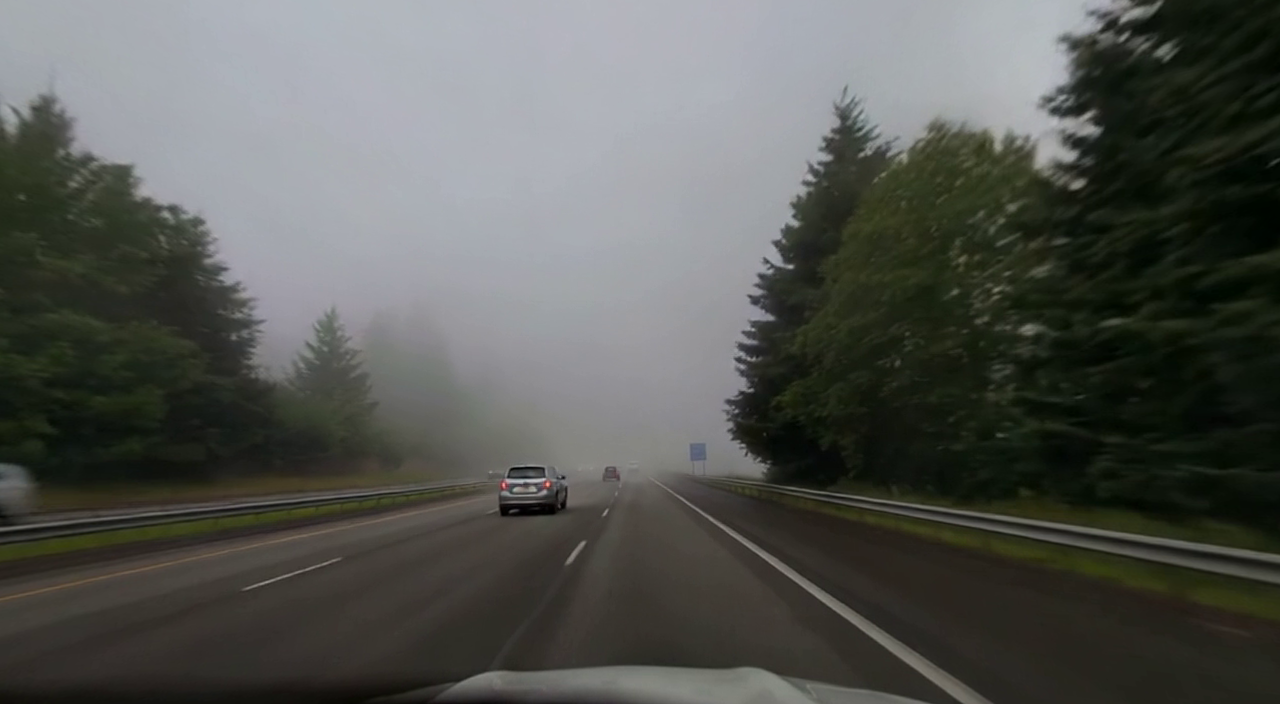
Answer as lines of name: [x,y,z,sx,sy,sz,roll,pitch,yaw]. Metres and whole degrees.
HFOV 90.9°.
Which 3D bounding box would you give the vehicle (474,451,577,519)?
vehicle: [-3.088,3.733,17.966,2.104,1.655,4.039,0,-10,1]
